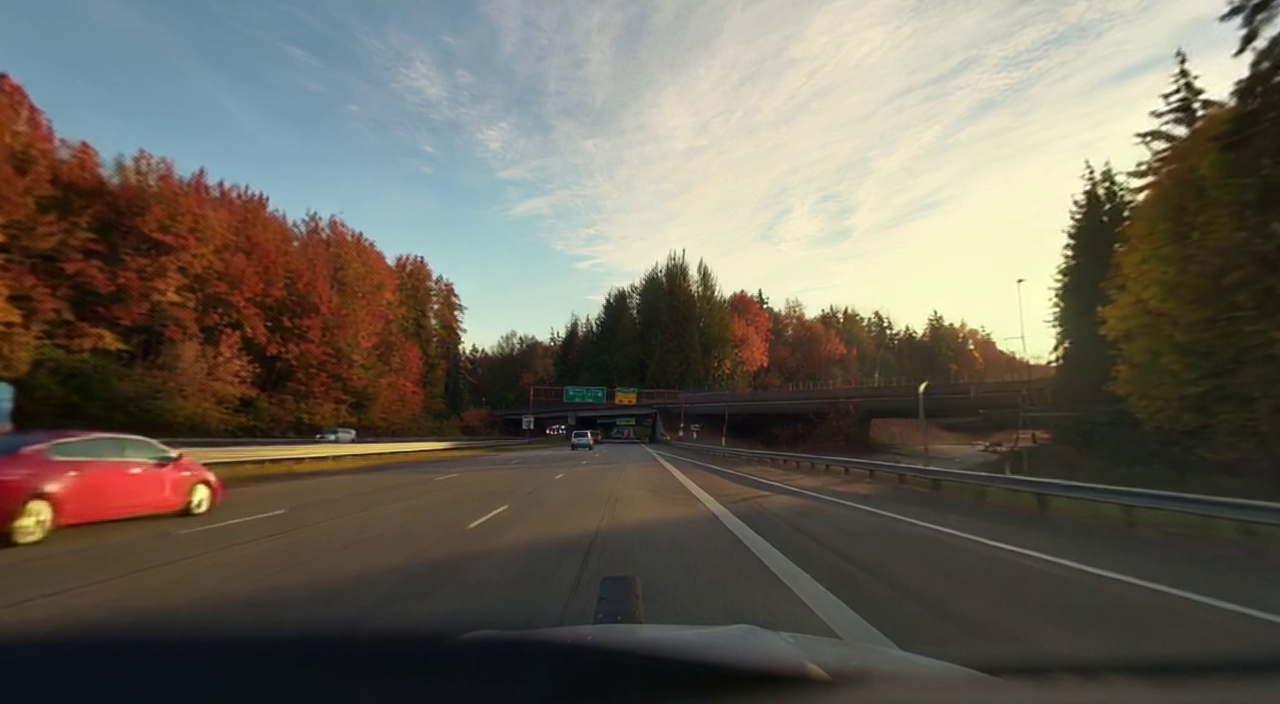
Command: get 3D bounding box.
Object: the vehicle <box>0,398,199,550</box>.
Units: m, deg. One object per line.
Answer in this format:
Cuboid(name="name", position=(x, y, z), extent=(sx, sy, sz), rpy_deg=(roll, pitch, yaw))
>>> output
Cuboid(name="vehicle", position=(-8.090, 1.457, 7.754), extent=(1.987, 1.677, 4.580), rpy_deg=(0, -8, -1))
